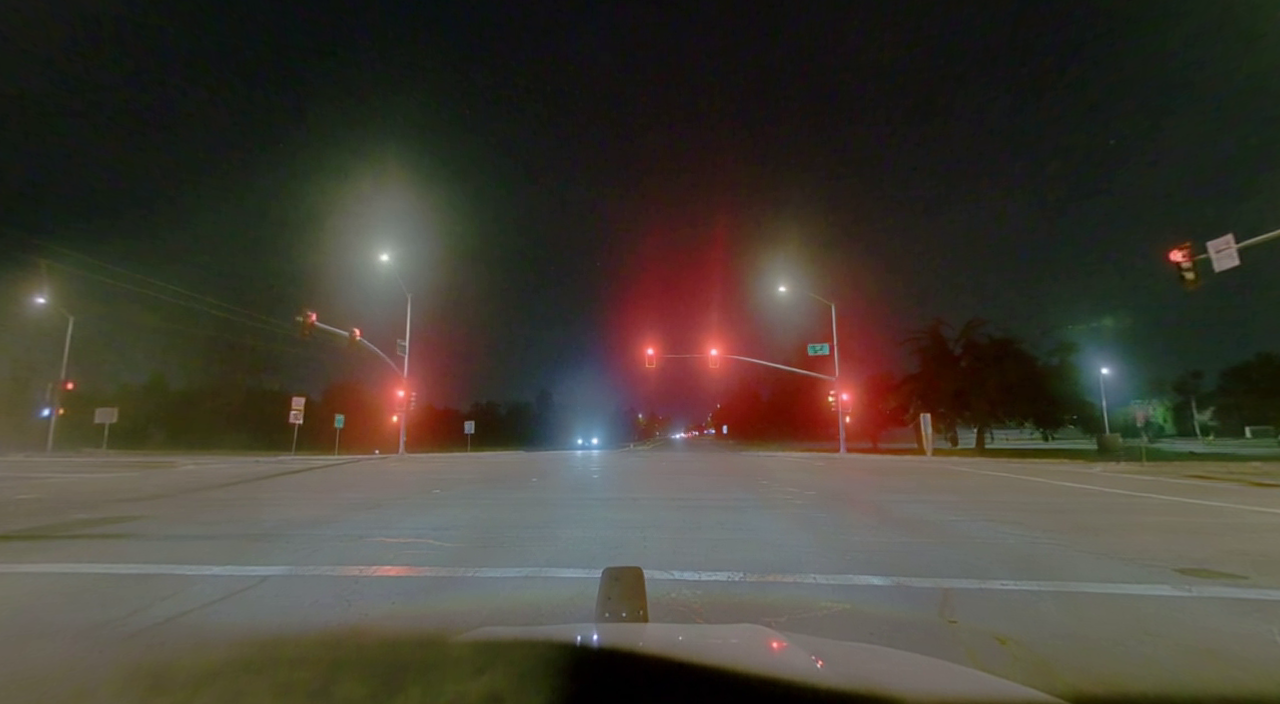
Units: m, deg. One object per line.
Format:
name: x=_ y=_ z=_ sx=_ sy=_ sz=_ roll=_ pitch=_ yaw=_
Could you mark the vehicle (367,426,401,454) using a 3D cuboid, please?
vehicle: x=-19.956 y=6.849 z=48.883 sx=1.873 sy=2.079 sz=2.879 roll=5 pitch=-10 yaw=-33
